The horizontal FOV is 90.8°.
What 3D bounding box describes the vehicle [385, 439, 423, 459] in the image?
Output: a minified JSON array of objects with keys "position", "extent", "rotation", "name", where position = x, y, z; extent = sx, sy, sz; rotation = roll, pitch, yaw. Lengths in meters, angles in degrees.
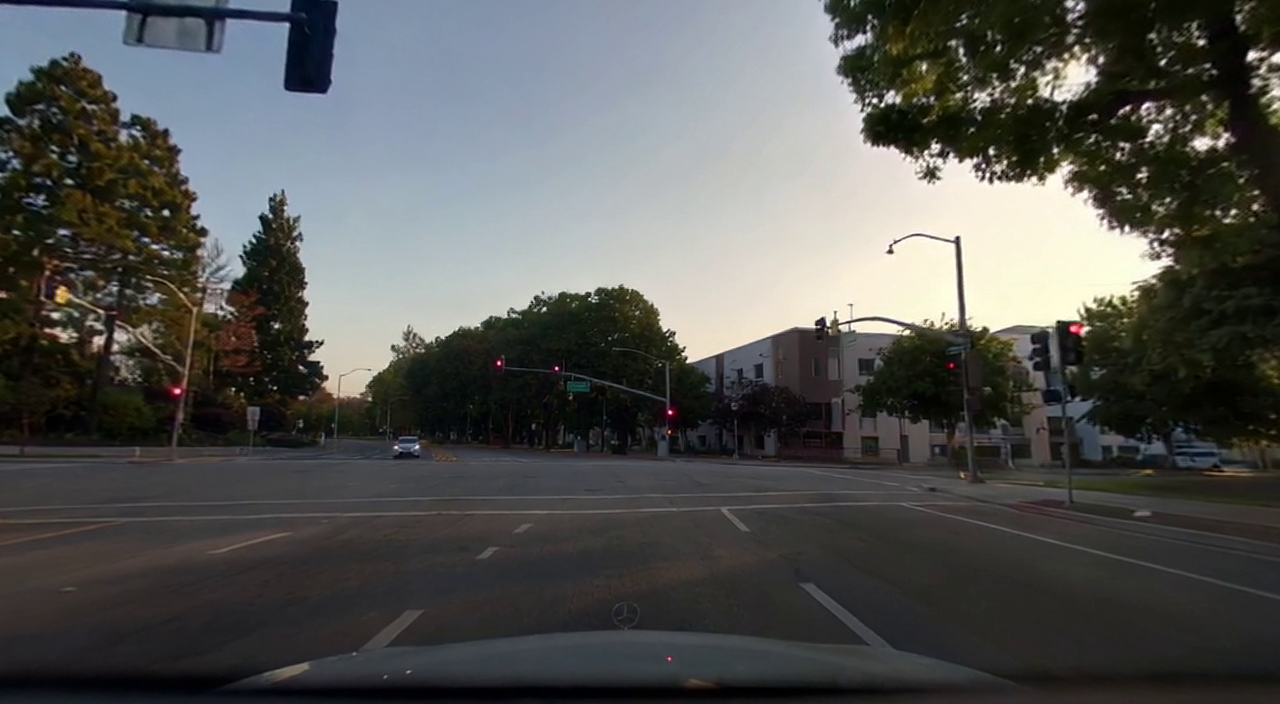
[{"position":[-18.157,7.492,48.821],"extent":[1.969,1.464,4.485],"rotation":[1,-9,-10],"name":"vehicle"}]
